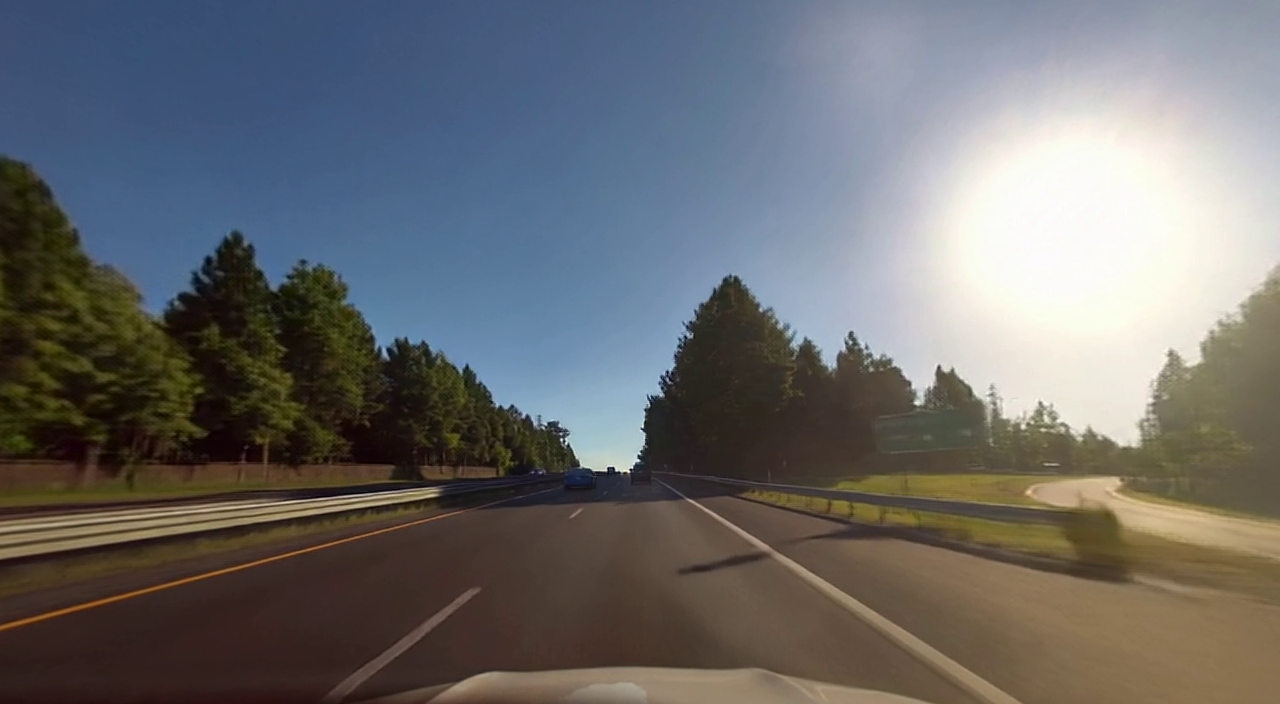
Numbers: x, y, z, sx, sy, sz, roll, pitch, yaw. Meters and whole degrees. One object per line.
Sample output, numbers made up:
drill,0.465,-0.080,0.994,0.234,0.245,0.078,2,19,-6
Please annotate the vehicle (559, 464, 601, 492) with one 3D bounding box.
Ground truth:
vehicle,-3.589,7.679,38.493,2.047,1.523,4.279,1,-11,1

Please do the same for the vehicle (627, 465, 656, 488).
vehicle,0.111,9.105,46.115,2.065,1.596,3.869,1,-11,0
